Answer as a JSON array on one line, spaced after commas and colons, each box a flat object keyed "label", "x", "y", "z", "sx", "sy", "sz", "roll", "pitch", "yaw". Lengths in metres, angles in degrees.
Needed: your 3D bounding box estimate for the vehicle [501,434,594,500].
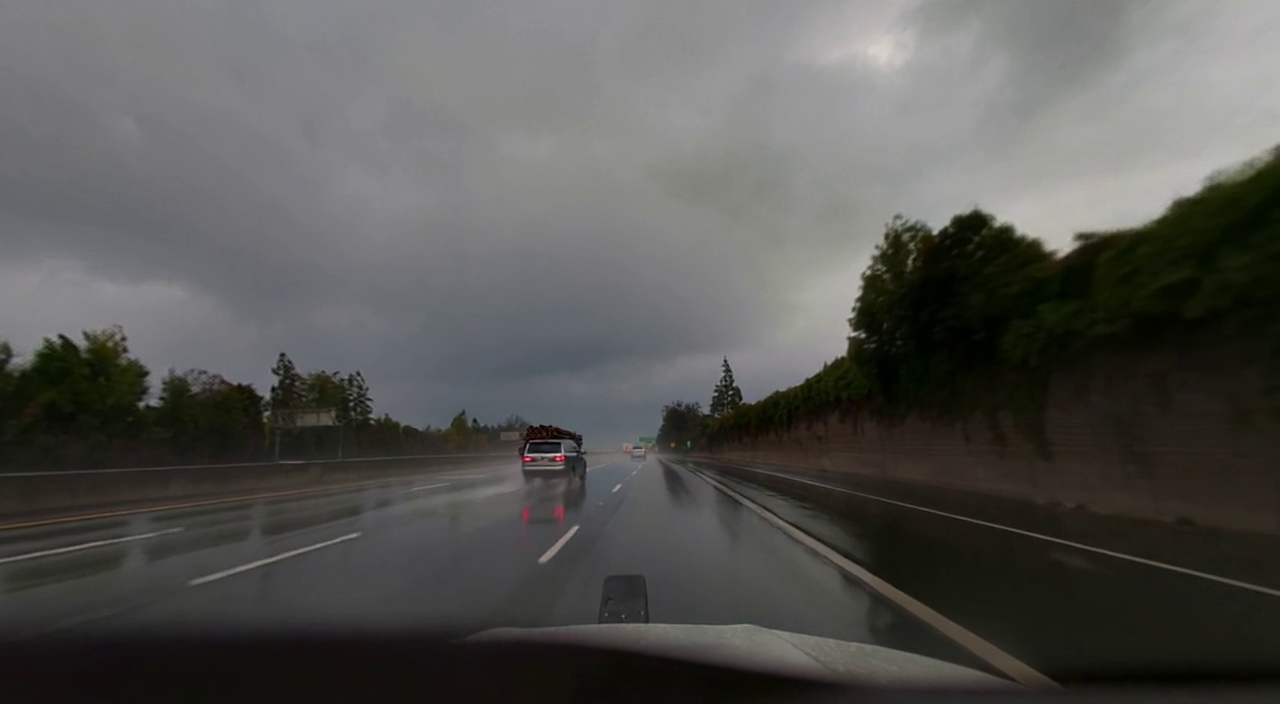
[{"label": "vehicle", "x": -2.710, "y": 3.496, "z": 19.643, "sx": 2.114, "sy": 1.787, "sz": 4.365, "roll": 0, "pitch": -8, "yaw": 2}]
